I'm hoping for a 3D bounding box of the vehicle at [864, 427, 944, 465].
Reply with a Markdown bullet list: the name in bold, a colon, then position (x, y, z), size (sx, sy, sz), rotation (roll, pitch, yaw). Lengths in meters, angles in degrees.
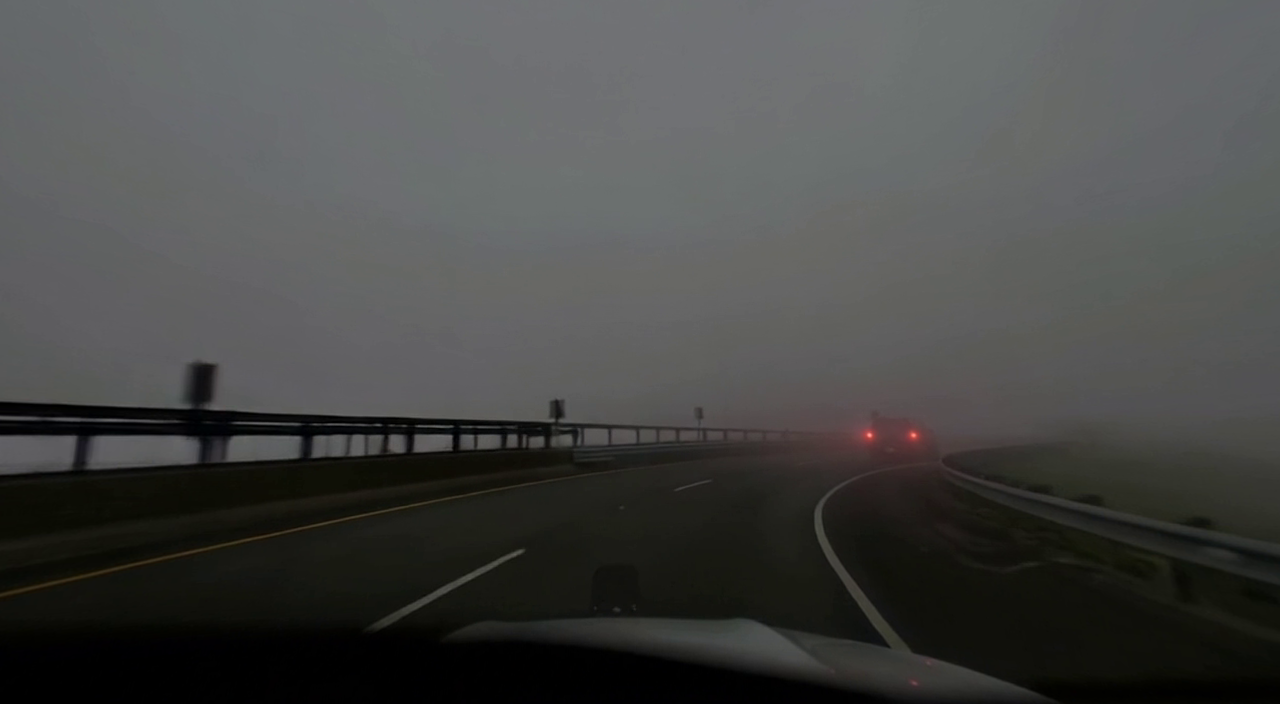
- **vehicle**: position (11.725, 4.121, 27.804), size (2.028, 1.440, 3.970), rotation (-3, -8, 42)
